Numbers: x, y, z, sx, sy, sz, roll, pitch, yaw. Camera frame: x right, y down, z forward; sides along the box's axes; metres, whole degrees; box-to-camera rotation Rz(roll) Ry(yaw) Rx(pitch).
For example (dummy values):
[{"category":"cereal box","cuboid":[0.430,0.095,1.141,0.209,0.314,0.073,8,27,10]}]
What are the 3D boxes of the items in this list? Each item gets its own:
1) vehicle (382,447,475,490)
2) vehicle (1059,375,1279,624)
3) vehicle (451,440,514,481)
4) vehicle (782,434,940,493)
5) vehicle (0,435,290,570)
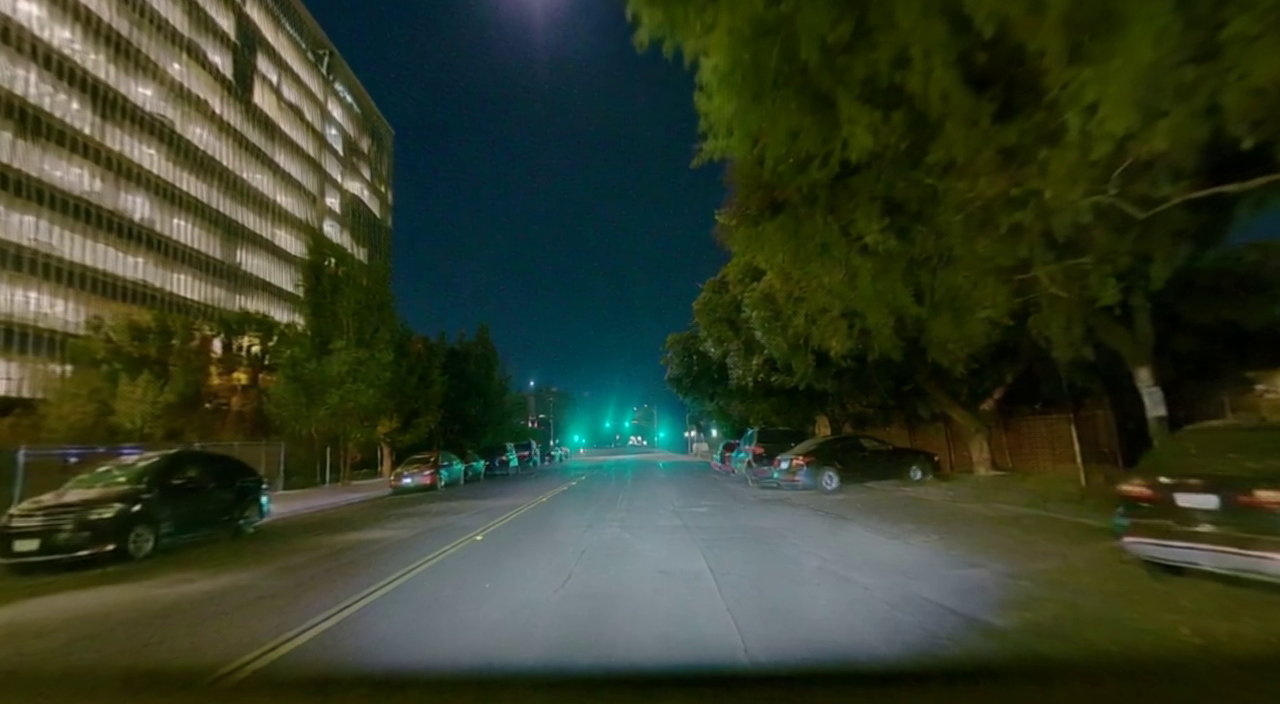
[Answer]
[{"category":"vehicle","cuboid":[-8.161,4.500,24.930,1.911,1.497,4.738,0,-8,2]},{"category":"vehicle","cuboid":[6.586,1.257,5.949,4.858,1.758,2.021,4,-9,-25]},{"category":"vehicle","cuboid":[-7.840,5.379,31.867,1.957,1.693,4.588,-2,-6,1]},{"category":"vehicle","cuboid":[6.393,3.169,18.232,4.265,1.510,1.915,5,-10,-30]},{"category":"vehicle","cuboid":[-8.043,2.264,10.354,2.172,1.707,4.273,0,-8,0]}]
